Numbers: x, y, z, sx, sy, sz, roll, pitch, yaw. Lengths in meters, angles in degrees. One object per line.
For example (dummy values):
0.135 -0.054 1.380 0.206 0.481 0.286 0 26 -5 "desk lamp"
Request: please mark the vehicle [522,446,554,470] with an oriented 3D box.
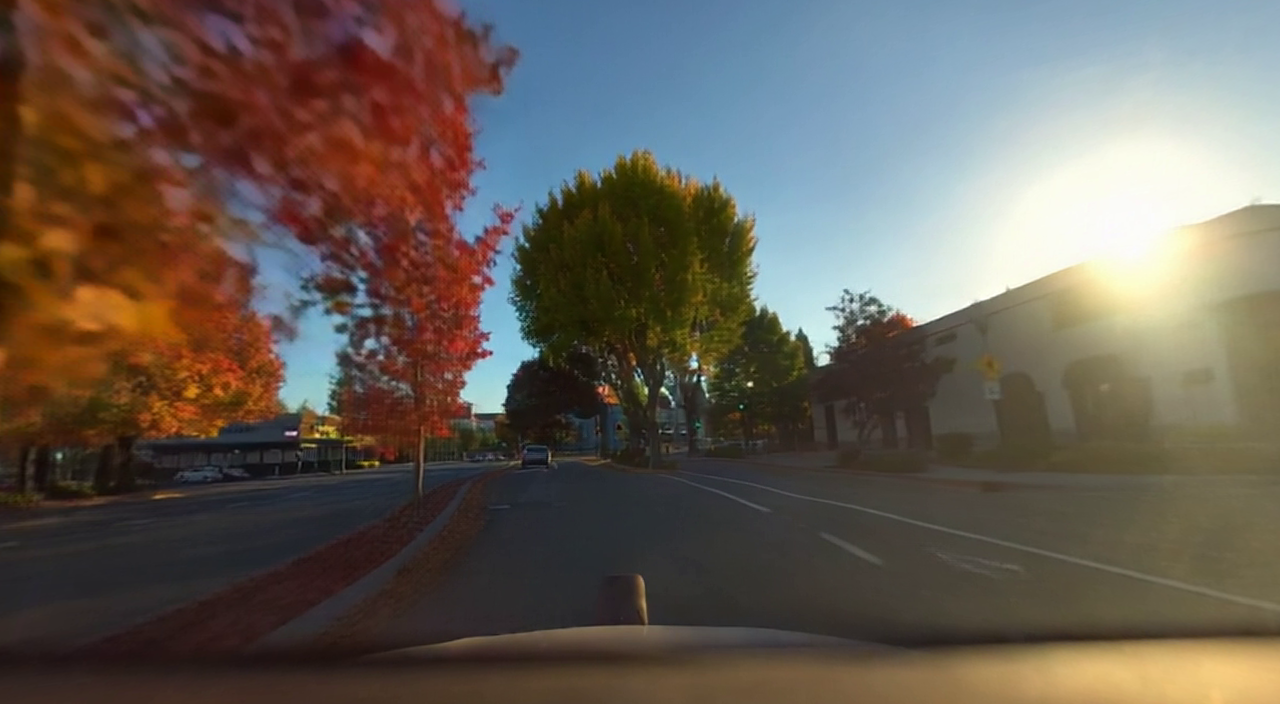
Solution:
-6.882 7.128 42.589 2.018 1.512 4.304 1 -9 -8 "vehicle"
